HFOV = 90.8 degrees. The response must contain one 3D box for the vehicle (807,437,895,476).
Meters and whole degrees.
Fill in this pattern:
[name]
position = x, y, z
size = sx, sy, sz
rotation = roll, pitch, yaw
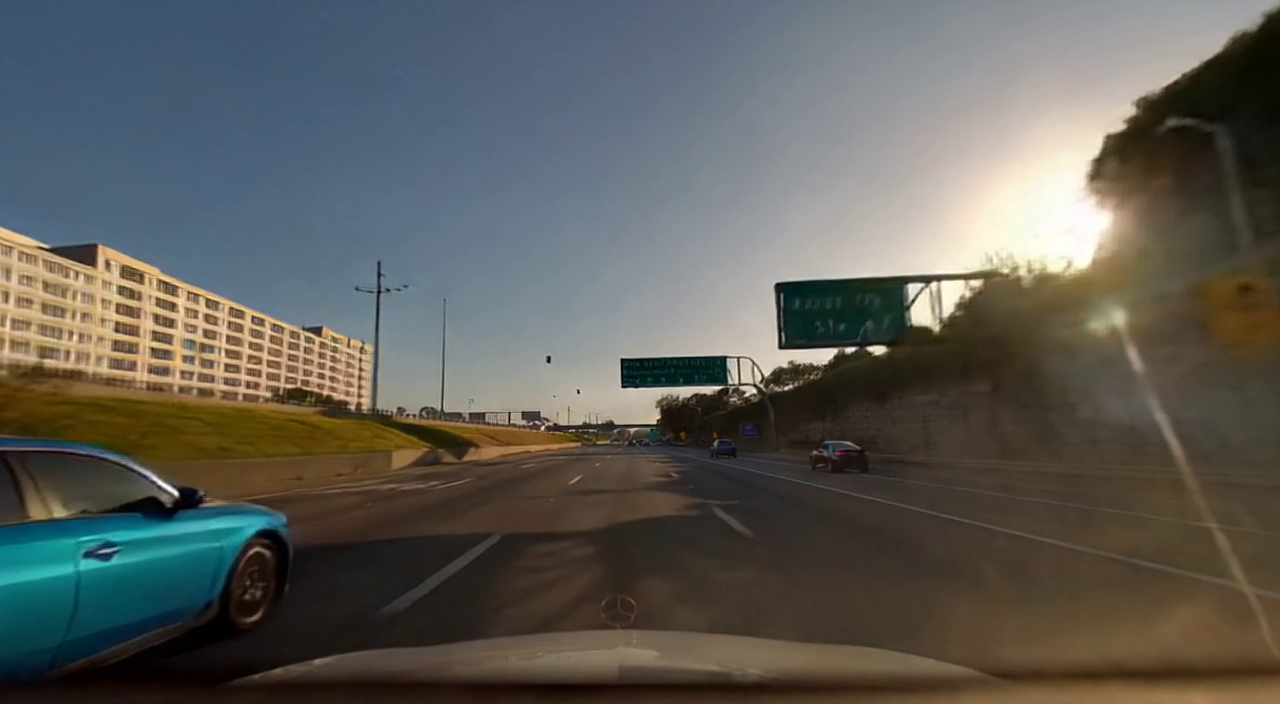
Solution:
[vehicle]
position = 9.716, 4.848, 29.650
size = 2.165, 1.636, 5.175
rotation = 1, -8, -3
